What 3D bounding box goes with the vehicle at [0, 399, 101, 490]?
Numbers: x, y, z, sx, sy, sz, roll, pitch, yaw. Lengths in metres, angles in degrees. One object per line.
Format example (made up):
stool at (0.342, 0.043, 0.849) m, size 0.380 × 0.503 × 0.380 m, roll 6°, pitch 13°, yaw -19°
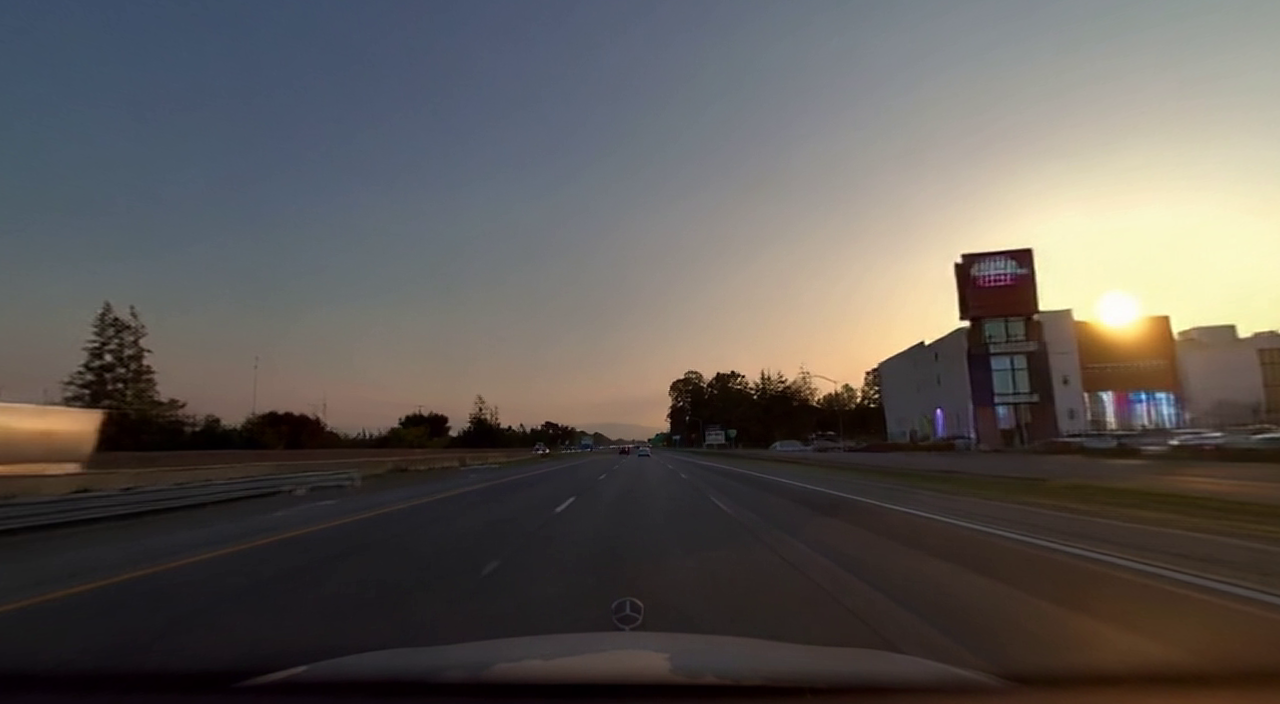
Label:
vehicle at (-31.163, 3.861, 26.272) m, size 2.914 × 4.195 × 16.498 m, roll 0°, pitch -8°, yaw 0°
